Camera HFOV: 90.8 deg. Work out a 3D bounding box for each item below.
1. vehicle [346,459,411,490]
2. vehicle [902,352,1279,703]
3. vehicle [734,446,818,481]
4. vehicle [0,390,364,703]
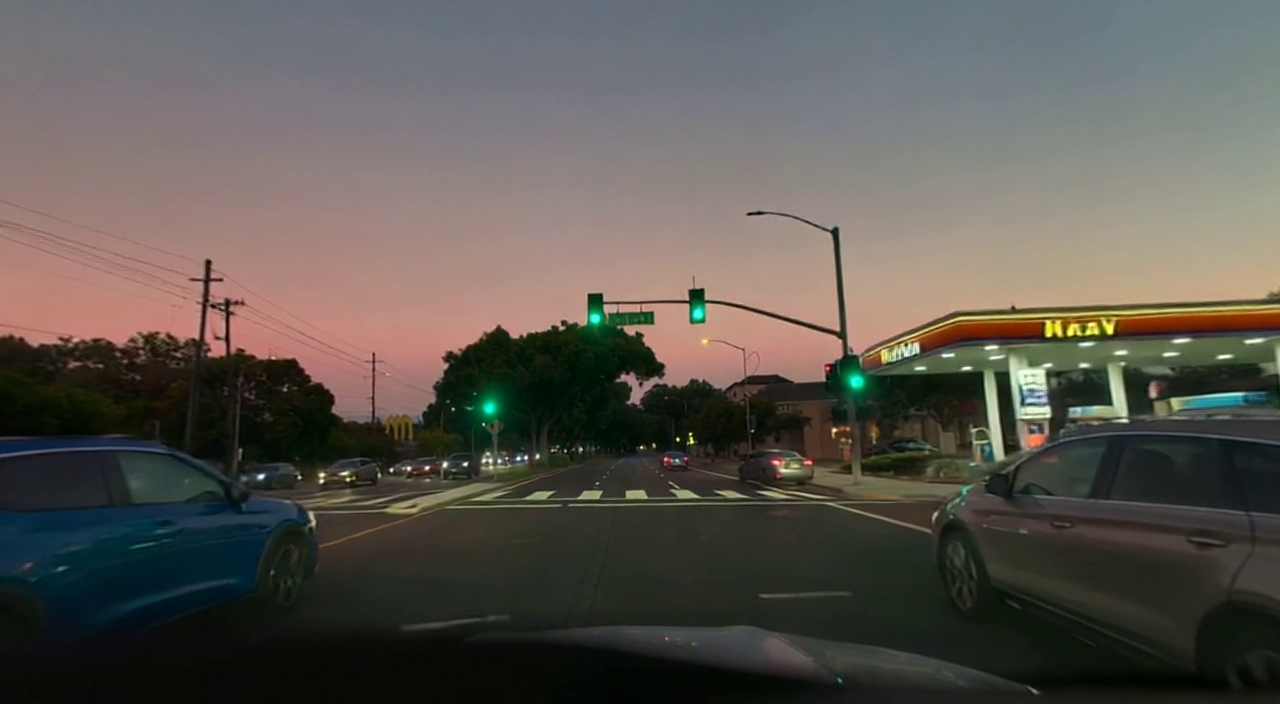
[{"bbox_3d":[-14.696,6.895,35.791,1.751,1.484,4.561,0,-8,0],"label":"vehicle"},{"bbox_3d":[3.350,0.971,3.212,2.085,1.655,4.459,0,-8,0],"label":"vehicle"},{"bbox_3d":[7.089,5.827,33.475,2.066,1.699,4.419,4,-9,-25],"label":"vehicle"},{"bbox_3d":[-3.706,1.205,4.193,1.935,1.617,4.045,0,-8,-1],"label":"vehicle"}]
